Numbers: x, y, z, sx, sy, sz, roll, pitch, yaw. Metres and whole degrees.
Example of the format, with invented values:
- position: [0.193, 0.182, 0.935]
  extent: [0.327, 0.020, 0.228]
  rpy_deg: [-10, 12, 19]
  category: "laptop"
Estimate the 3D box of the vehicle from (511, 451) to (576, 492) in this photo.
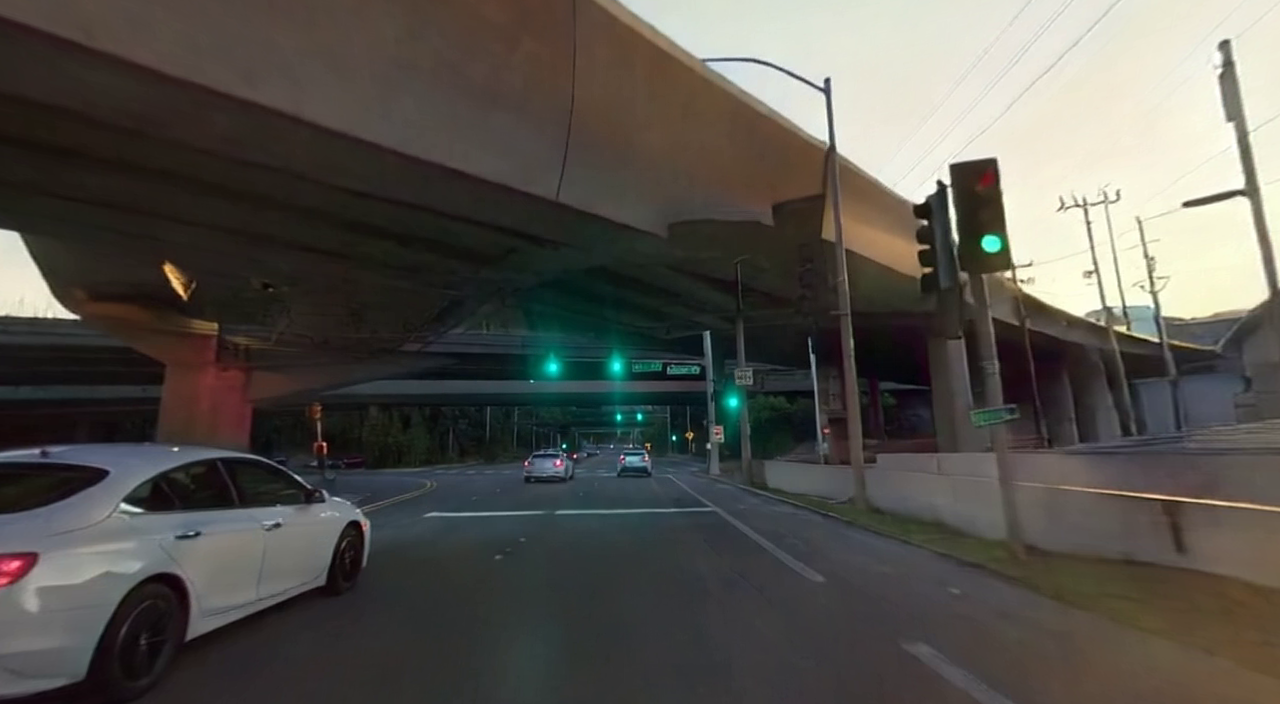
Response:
- position: [-3.754, 4.735, 25.368]
  extent: [1.946, 1.437, 4.154]
  rpy_deg: [0, -8, 0]
  category: "vehicle"

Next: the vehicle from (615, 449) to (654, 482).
- position: [-0.321, 5.991, 33.664]
  extent: [1.985, 1.565, 3.968]
  rpy_deg: [0, -8, -1]
  category: "vehicle"

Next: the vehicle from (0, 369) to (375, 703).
- position: [-3.489, 1.102, 3.773]
  extent: [1.925, 1.666, 4.271]
  rpy_deg: [0, -8, 0]
  category: "vehicle"
